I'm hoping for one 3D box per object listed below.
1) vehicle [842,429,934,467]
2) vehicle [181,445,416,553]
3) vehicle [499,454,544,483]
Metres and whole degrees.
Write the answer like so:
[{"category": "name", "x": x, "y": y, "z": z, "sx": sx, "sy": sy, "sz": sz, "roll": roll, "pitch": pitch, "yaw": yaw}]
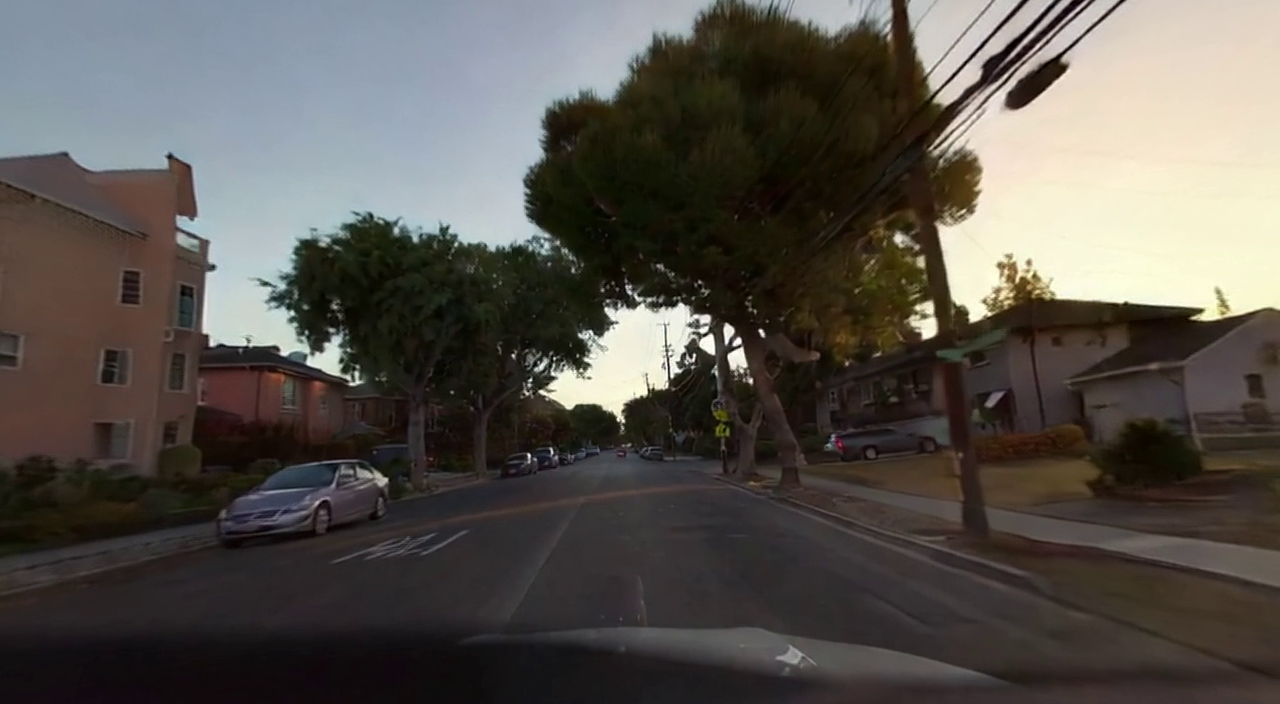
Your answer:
[{"category": "vehicle", "x": 13.258, "y": 5.146, "z": 33.839, "sx": 4.145, "sy": 1.767, "sz": 1.880, "roll": -9, "pitch": -10, "yaw": 29}, {"category": "vehicle", "x": -6.801, "y": 2.933, "z": 13.498, "sx": 2.162, "sy": 1.757, "sz": 5.201, "roll": -2, "pitch": -9, "yaw": -1}, {"category": "vehicle", "x": -7.193, "y": 7.078, "z": 38.764, "sx": 2.041, "sy": 1.587, "sz": 3.920, "roll": -2, "pitch": -9, "yaw": 0}]
